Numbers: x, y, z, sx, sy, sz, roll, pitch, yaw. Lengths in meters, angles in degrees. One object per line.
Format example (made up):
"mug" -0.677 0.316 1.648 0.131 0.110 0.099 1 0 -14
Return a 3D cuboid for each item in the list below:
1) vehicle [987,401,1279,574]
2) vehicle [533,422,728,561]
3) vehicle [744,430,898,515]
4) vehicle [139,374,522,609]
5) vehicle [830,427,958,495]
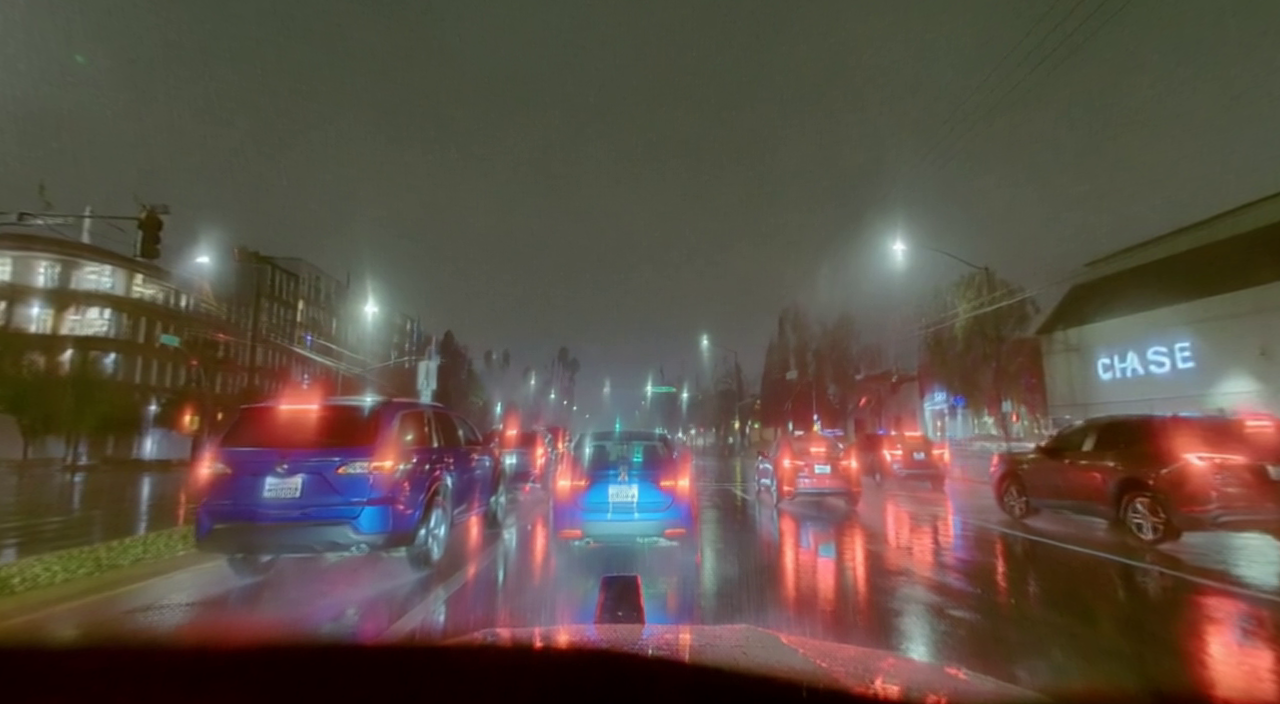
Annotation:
"vehicle" 7.239 1.715 8.800 2.068 1.731 4.752 0 -8 0
"vehicle" -0.144 1.801 8.874 2.097 1.480 4.006 0 -8 -1
"vehicle" 3.576 2.464 13.455 1.861 1.473 4.393 0 -8 -2
"vehicle" -2.851 1.430 7.370 2.064 1.825 4.760 0 -8 0
"vehicle" 7.049 3.069 18.075 1.894 1.693 4.110 0 -8 -1
